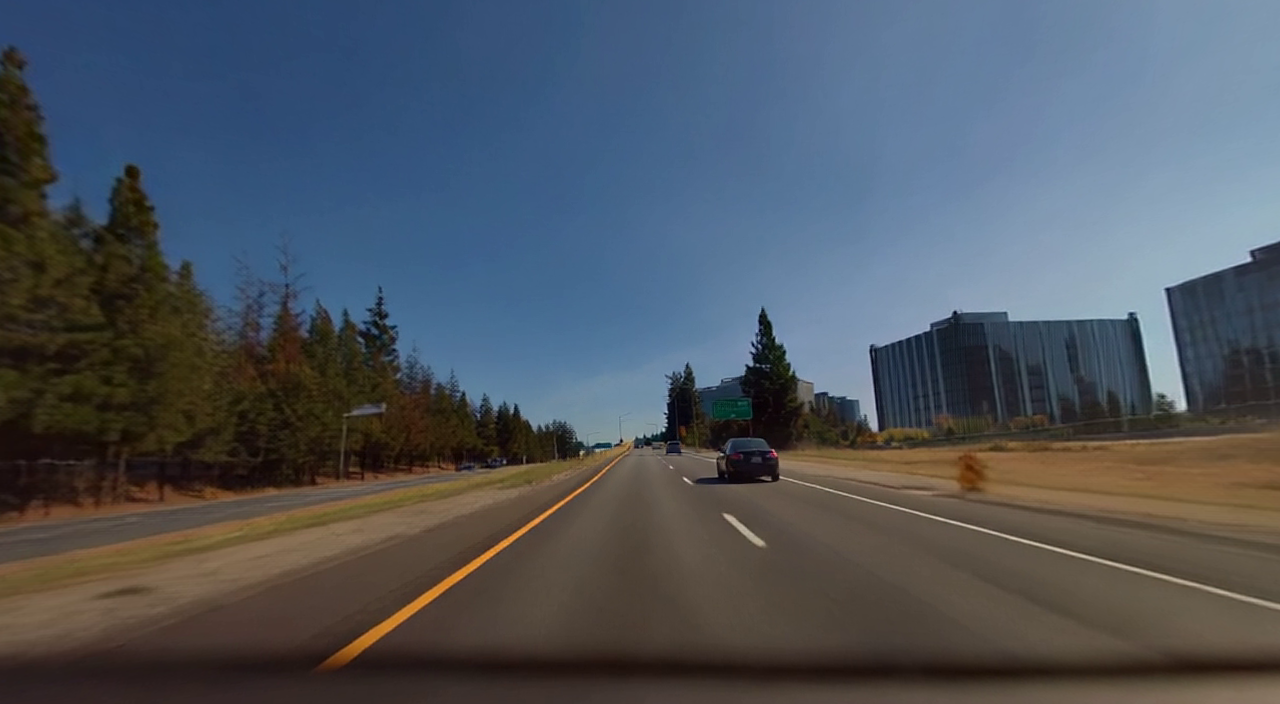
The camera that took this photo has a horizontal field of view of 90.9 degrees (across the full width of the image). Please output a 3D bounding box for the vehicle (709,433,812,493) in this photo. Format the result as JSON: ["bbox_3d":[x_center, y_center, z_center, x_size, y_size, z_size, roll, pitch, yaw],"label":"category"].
[{"bbox_3d":[3.431,3.248,18.903,2.042,1.518,4.477,-1,-8,-2],"label":"vehicle"}]
